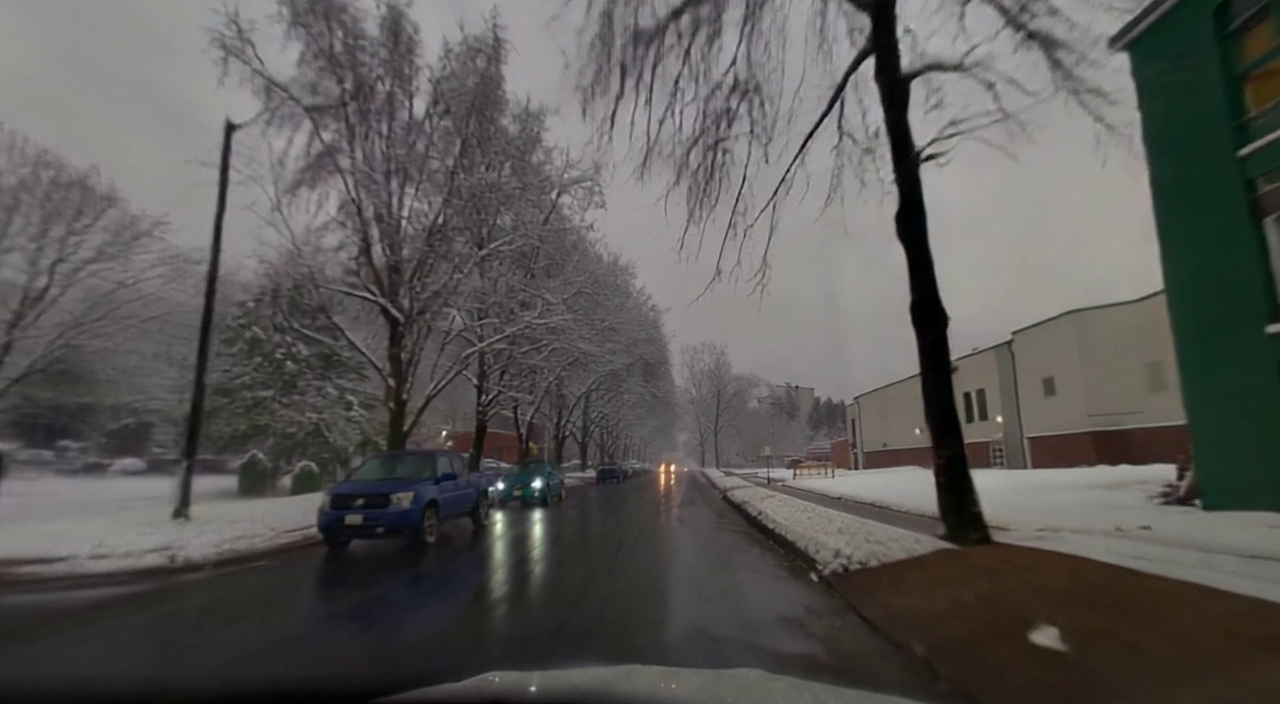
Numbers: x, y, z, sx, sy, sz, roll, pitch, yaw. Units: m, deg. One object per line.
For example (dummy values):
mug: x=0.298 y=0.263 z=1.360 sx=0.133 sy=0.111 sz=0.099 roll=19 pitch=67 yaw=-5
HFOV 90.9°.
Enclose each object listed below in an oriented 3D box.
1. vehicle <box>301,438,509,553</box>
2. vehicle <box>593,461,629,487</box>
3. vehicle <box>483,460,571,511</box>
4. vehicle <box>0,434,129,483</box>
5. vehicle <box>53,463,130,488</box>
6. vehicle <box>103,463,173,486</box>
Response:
vehicle: x=-4.219 y=2.677 z=12.350 sx=2.022 sy=1.776 sz=4.625 roll=-2 pitch=-10 yaw=4
vehicle: x=-1.915 y=8.240 z=42.642 sx=2.011 sy=1.596 sz=3.760 roll=-1 pitch=-10 yaw=3
vehicle: x=-3.707 y=4.472 z=21.471 sx=1.903 sy=1.542 sz=4.115 roll=-2 pitch=-10 yaw=5
vehicle: x=-39.258 y=7.346 z=43.256 sx=2.519 sy=3.043 sz=6.151 roll=0 pitch=-10 yaw=5
vehicle: x=-34.713 y=7.819 z=39.990 sx=1.576 sy=1.410 sz=3.430 roll=1 pitch=-10 yaw=3
vehicle: x=-31.719 y=7.747 z=39.908 sx=1.590 sy=1.392 sz=3.279 roll=0 pitch=-11 yaw=2
